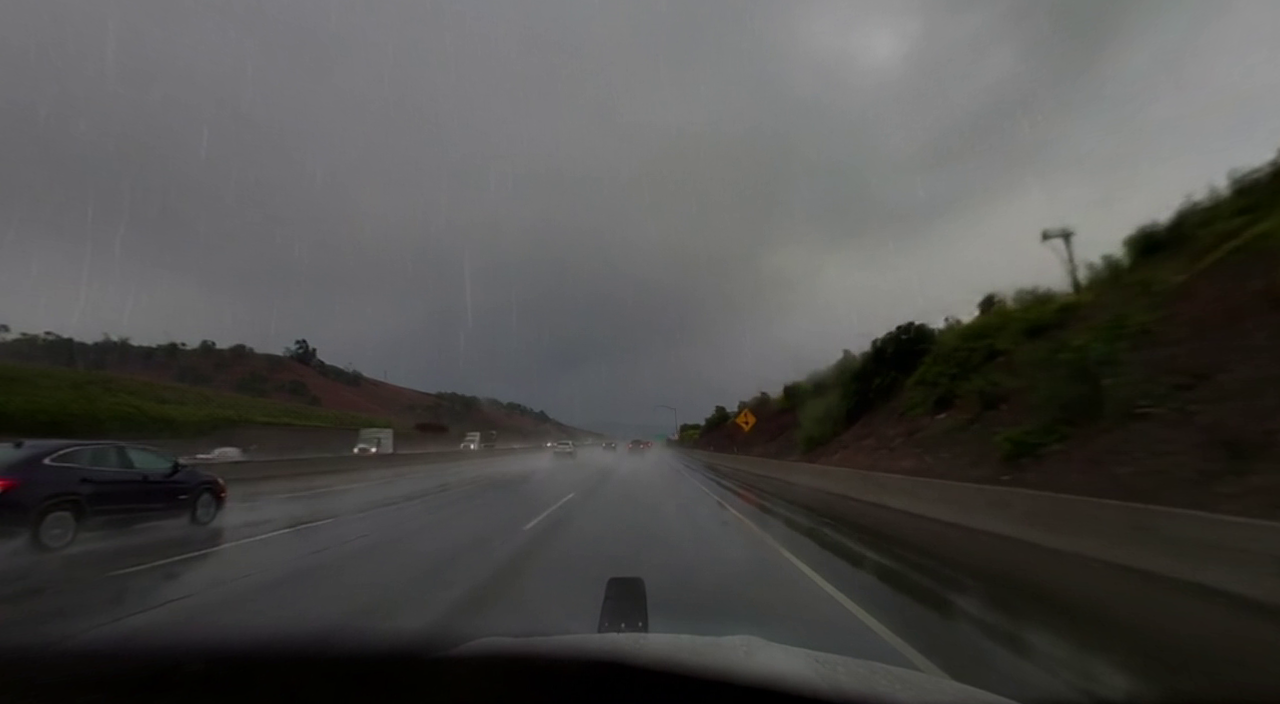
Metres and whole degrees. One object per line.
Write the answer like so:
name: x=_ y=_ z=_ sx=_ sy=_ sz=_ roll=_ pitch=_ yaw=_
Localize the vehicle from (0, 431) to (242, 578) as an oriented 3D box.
vehicle: x=-7.433 y=1.754 z=7.770 sx=1.949 sy=1.465 sz=4.563 roll=0 pitch=-8 yaw=1
